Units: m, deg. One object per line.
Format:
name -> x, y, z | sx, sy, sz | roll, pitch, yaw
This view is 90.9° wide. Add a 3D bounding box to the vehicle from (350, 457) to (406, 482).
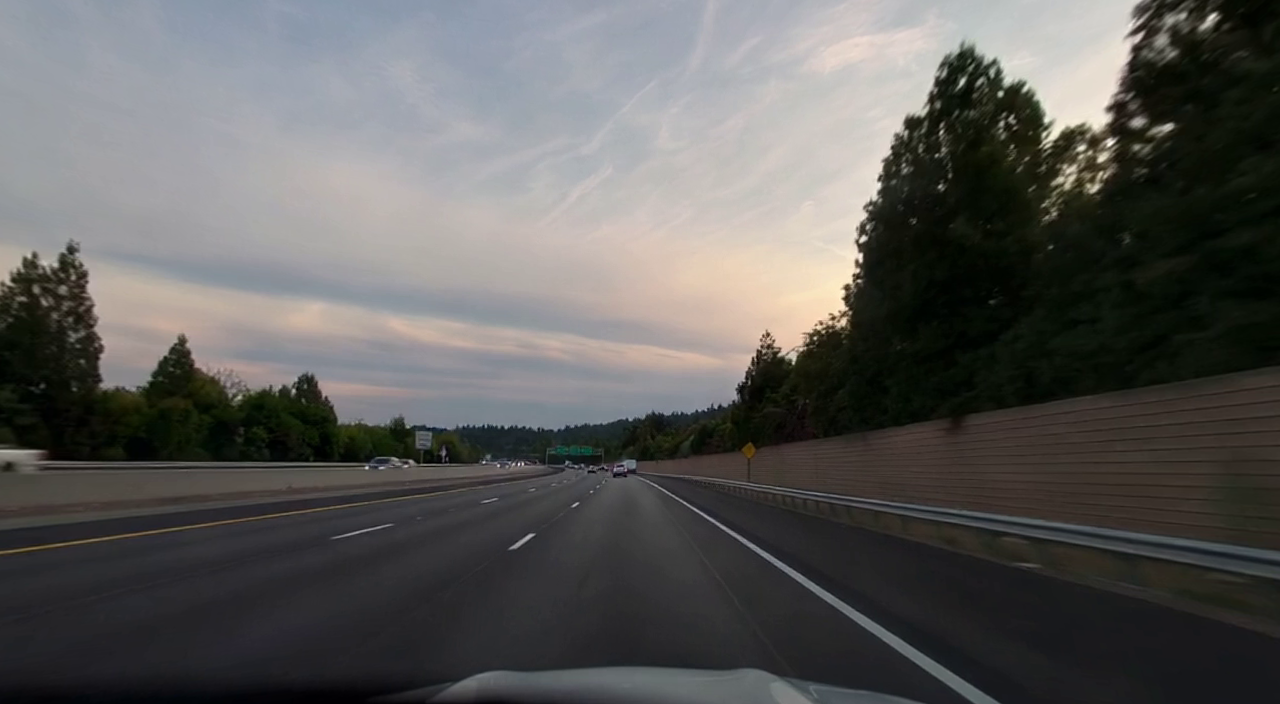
vehicle -> -17.280, 7.781, 41.744 | 1.896, 1.527, 4.385 | 1, -10, -1
